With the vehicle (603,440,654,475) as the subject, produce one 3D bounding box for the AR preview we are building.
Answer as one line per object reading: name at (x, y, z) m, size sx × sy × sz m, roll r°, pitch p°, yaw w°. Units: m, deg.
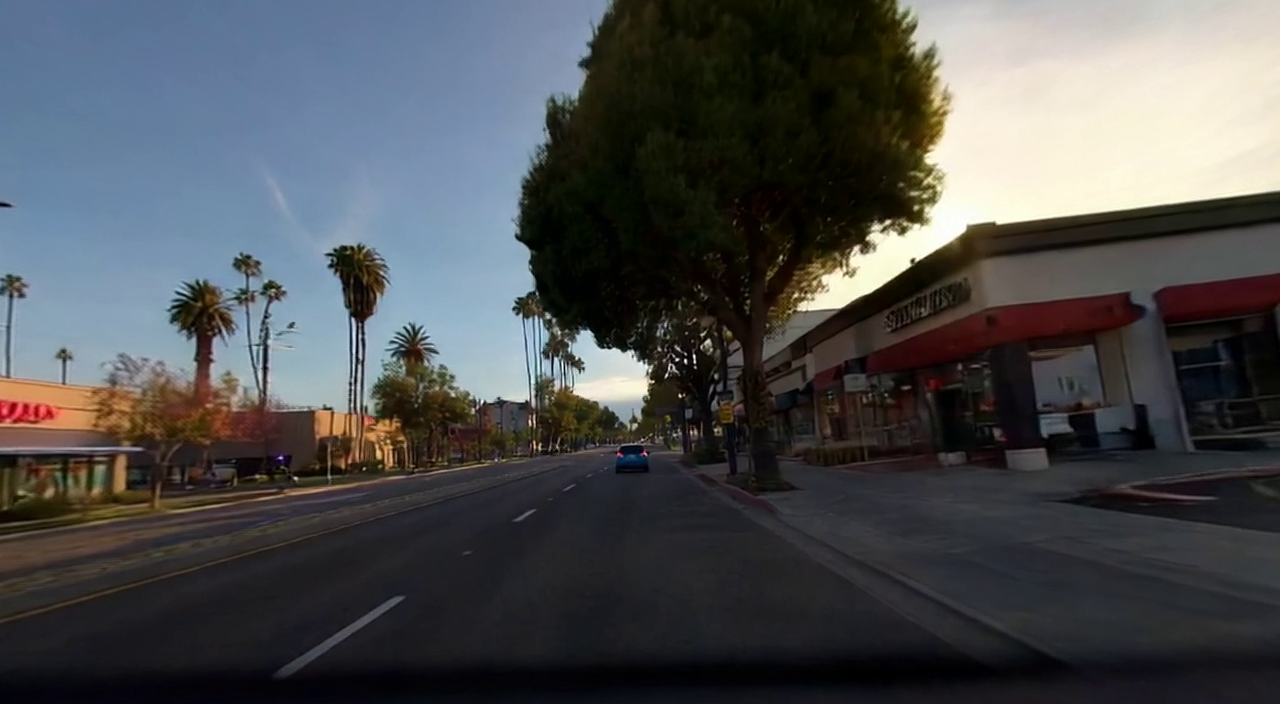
vehicle at (-0.505, 4.863, 29.337) m, size 2.156 × 1.462 × 4.495 m, roll 0°, pitch -8°, yaw 0°
